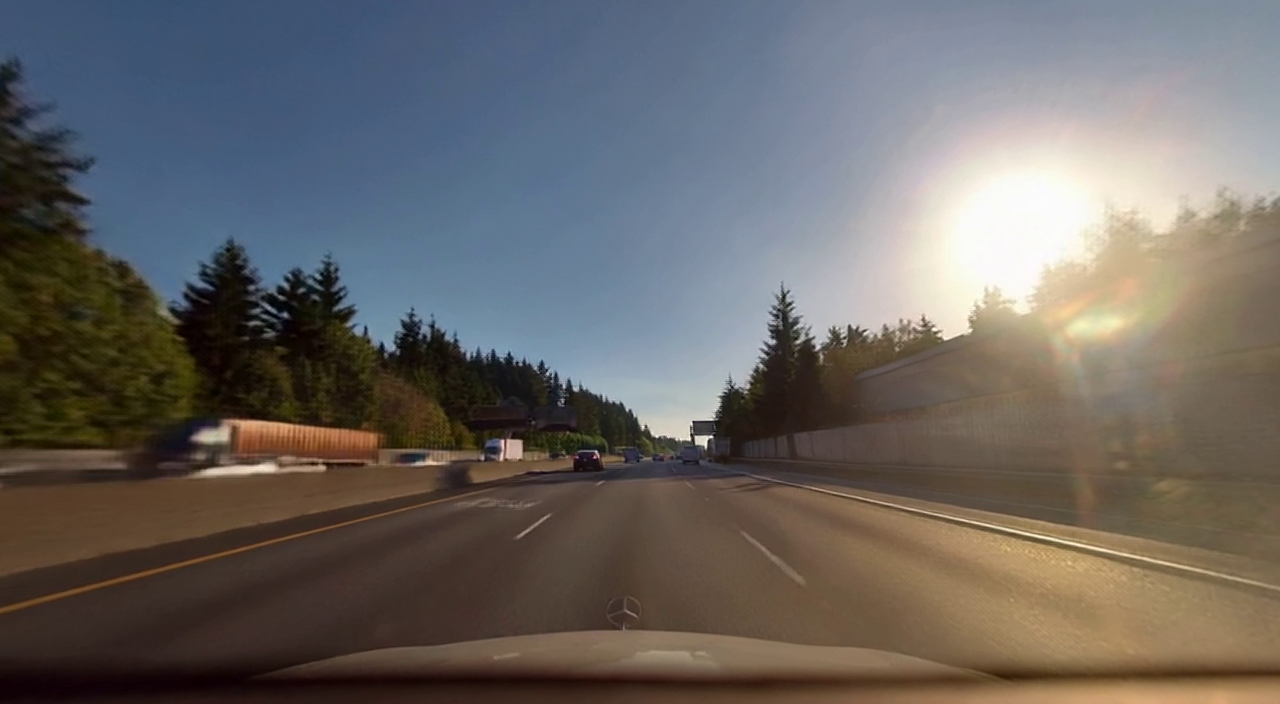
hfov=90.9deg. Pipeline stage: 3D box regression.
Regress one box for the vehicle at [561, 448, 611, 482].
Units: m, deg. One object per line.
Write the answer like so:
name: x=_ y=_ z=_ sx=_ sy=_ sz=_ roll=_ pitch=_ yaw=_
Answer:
vehicle: x=-2.552 y=5.452 z=30.734 sx=2.035 sy=1.513 sz=4.272 roll=0 pitch=-9 yaw=1

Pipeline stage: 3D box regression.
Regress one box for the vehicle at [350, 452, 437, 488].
vehicle: x=-10.713 y=5.125 z=27.736 sx=1.910 sy=1.434 sz=4.421 roll=-1 pitch=-9 yaw=2

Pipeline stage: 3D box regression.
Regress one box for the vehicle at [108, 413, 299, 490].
vehicle: x=-21.304 y=5.002 z=31.777 sx=2.966 sy=3.287 sz=8.905 roll=-1 pitch=-9 yaw=2

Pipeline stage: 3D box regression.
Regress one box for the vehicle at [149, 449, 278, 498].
vehicle: x=-14.187 y=4.023 z=21.223 sx=1.728 sy=1.475 sz=3.566 roll=-1 pitch=-9 yaw=2
